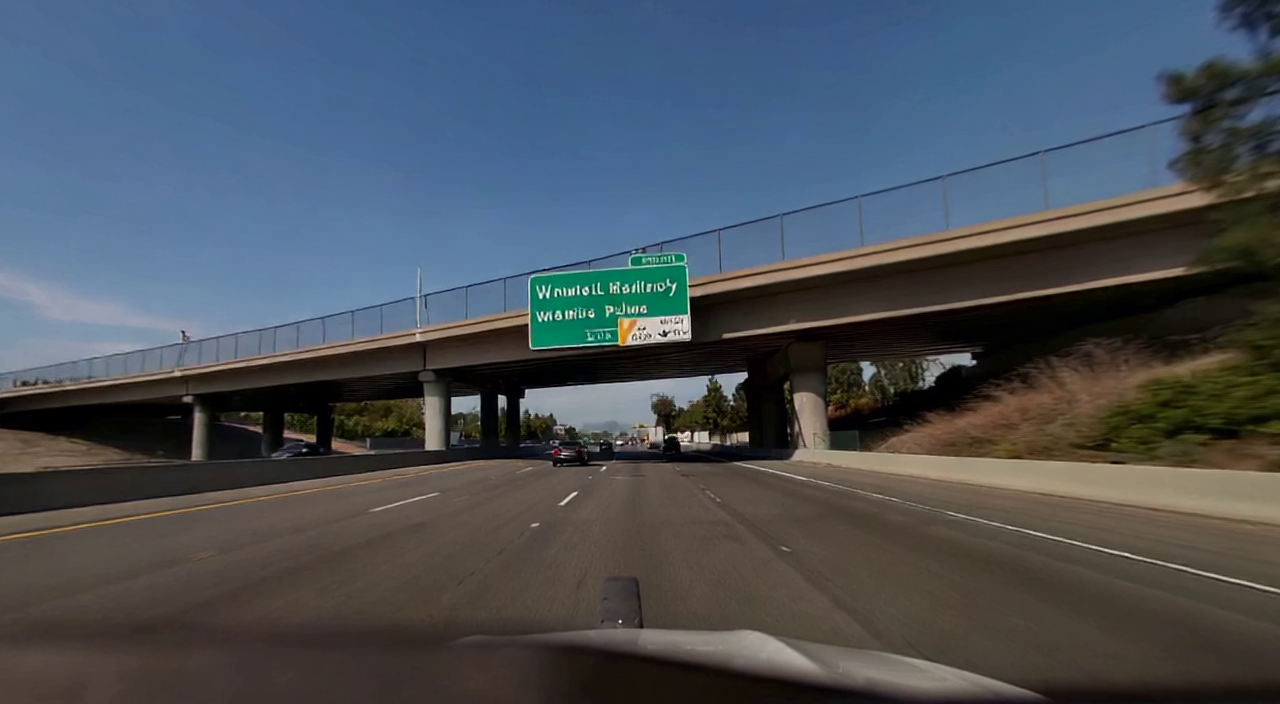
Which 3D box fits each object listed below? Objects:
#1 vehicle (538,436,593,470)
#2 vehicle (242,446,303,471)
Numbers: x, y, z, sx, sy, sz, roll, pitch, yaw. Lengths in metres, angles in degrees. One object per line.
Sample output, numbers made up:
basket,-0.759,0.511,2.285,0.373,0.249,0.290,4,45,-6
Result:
vehicle,-3.470,4.805,30.118,2.066,1.500,4.415,0,-8,0
vehicle,-21.442,6.199,36.859,1.498,1.339,3.334,0,-8,0
